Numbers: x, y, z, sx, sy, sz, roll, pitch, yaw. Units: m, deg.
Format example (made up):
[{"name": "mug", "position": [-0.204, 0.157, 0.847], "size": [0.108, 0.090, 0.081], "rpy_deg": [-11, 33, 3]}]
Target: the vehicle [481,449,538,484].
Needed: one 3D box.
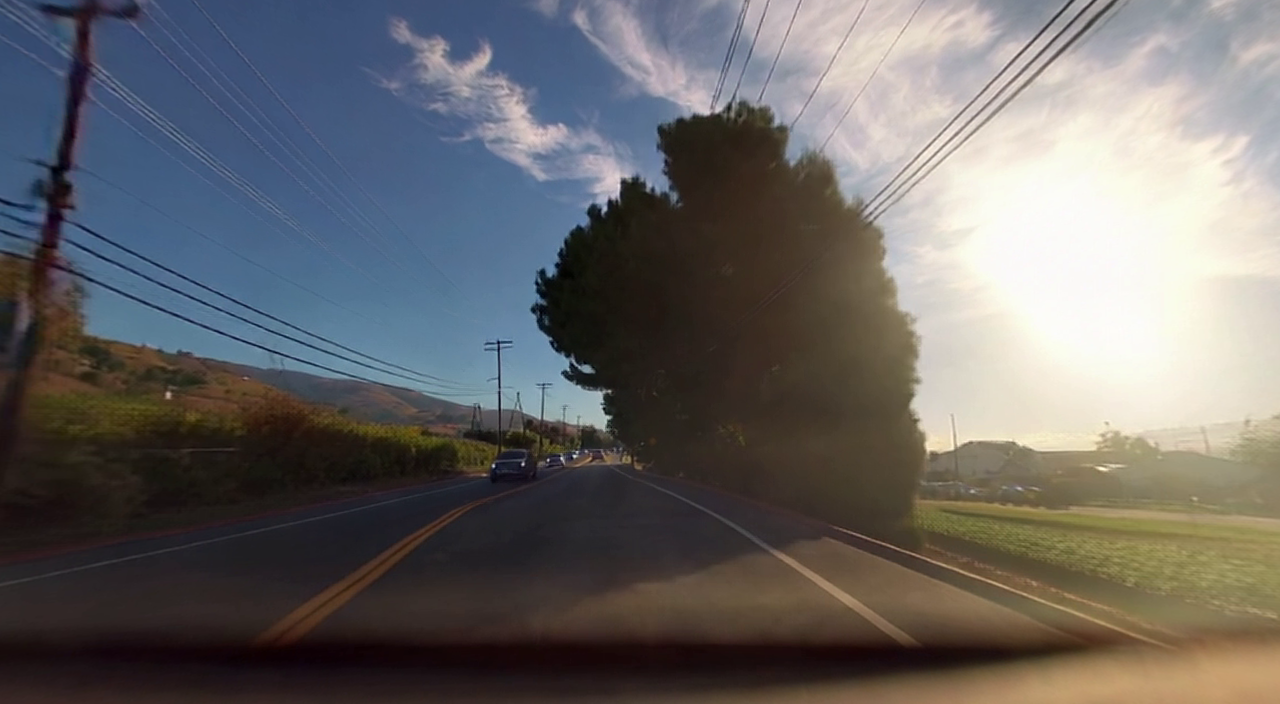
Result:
[{"name": "vehicle", "position": [-6.668, 5.874, 32.733], "size": [2.121, 1.653, 4.510], "rpy_deg": [1, -8, -2]}]
